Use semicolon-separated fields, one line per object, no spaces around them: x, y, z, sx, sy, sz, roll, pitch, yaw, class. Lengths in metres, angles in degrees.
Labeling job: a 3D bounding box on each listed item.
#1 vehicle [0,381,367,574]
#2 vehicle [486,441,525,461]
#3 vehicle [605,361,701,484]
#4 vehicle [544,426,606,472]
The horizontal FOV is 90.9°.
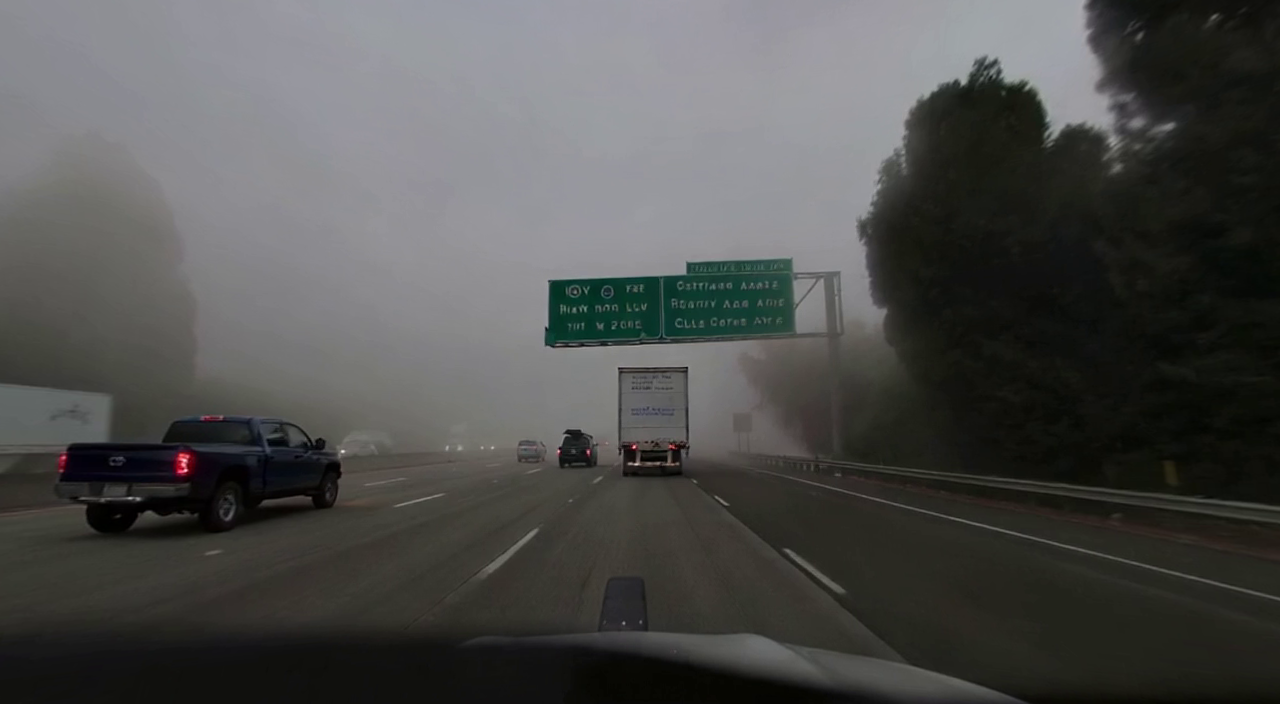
-6.739;1.735;9.542;2.479;1.978;5.952;0;-9;1;vehicle
-10.404;7.718;49.078;1.909;1.482;4.582;0;-9;1;vehicle
0.399;2.915;24.531;2.941;3.794;9.851;0;-9;0;vehicle
-3.137;4.881;31.909;2.379;2.075;6.169;0;-9;1;vehicle
